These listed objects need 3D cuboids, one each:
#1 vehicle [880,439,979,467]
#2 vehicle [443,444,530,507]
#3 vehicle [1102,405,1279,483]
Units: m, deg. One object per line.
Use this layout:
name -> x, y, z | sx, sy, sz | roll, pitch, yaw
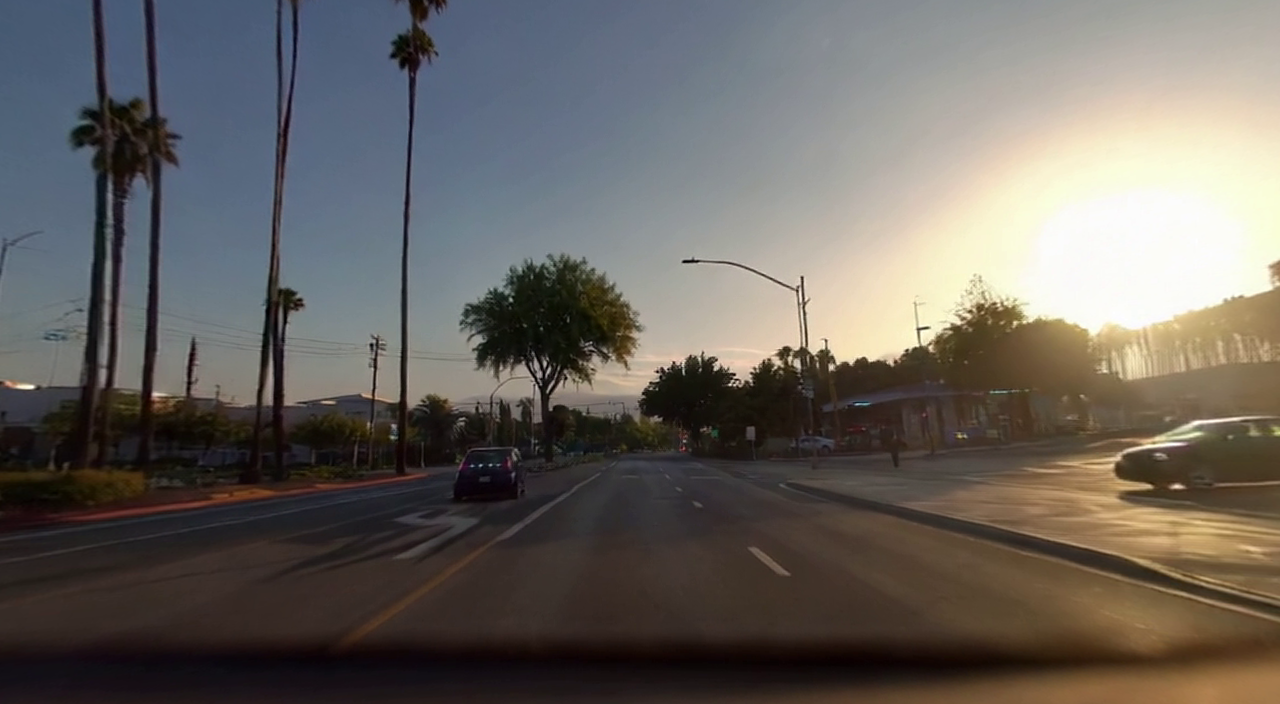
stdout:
vehicle -> 16.193, 5.665, 35.492 | 4.549, 1.492, 1.981 | 0, -8, 3
vehicle -> -4.371, 3.416, 18.150 | 2.073, 1.525, 4.809 | 2, -9, -13
vehicle -> 14.375, 2.183, 14.984 | 5.317, 1.700, 1.901 | 0, -8, -1
